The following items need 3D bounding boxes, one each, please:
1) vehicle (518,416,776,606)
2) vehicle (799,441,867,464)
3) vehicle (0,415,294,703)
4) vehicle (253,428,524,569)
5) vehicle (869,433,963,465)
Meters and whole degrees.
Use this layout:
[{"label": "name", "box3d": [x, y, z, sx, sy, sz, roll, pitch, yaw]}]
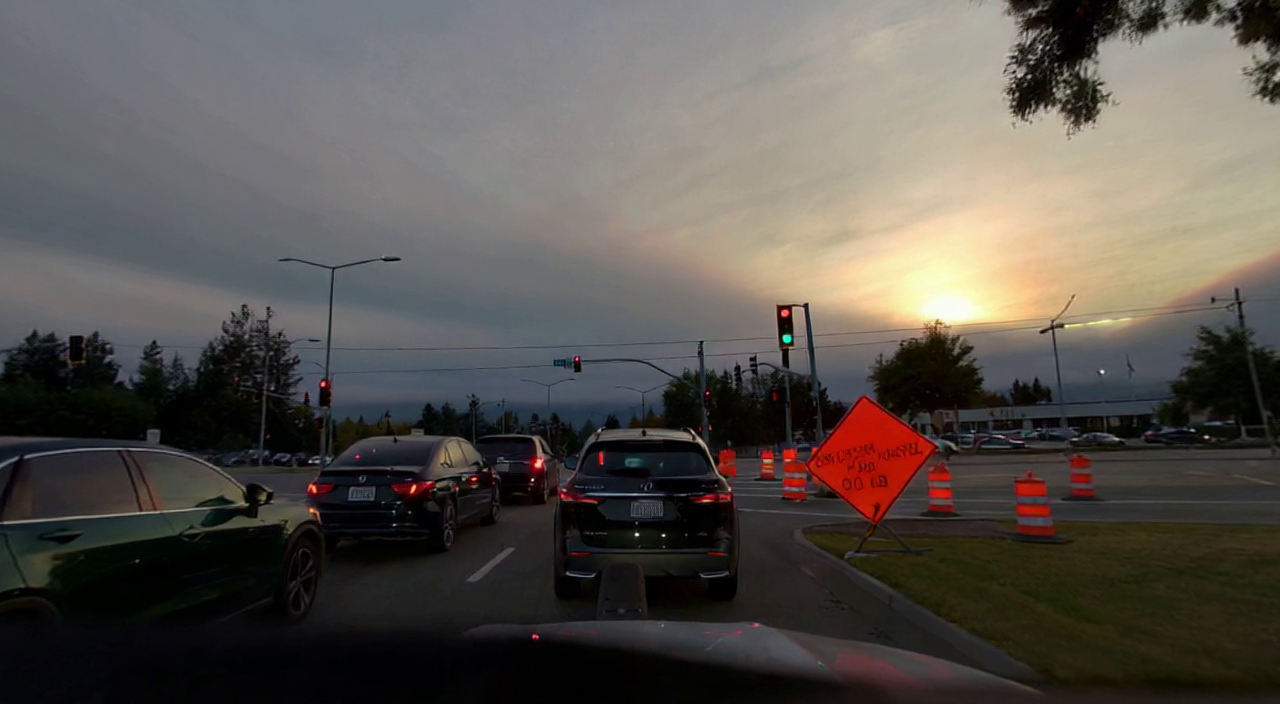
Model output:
[{"label": "vehicle", "box3d": [0.104, 1.620, 7.210, 2.167, 1.560, 3.676, 0, -9, 1]}, {"label": "vehicle", "box3d": [15.130, 7.906, 49.502, 4.672, 1.676, 1.867, 1, -9, -1]}, {"label": "vehicle", "box3d": [-3.594, 0.944, 2.148, 2.064, 1.497, 4.722, 0, -9, 1]}, {"label": "vehicle", "box3d": [-3.272, 1.998, 9.447, 1.989, 1.541, 4.626, 0, -9, 2]}, {"label": "vehicle", "box3d": [17.795, 6.279, 40.794, 5.082, 1.907, 2.115, 0, -9, 2]}]
